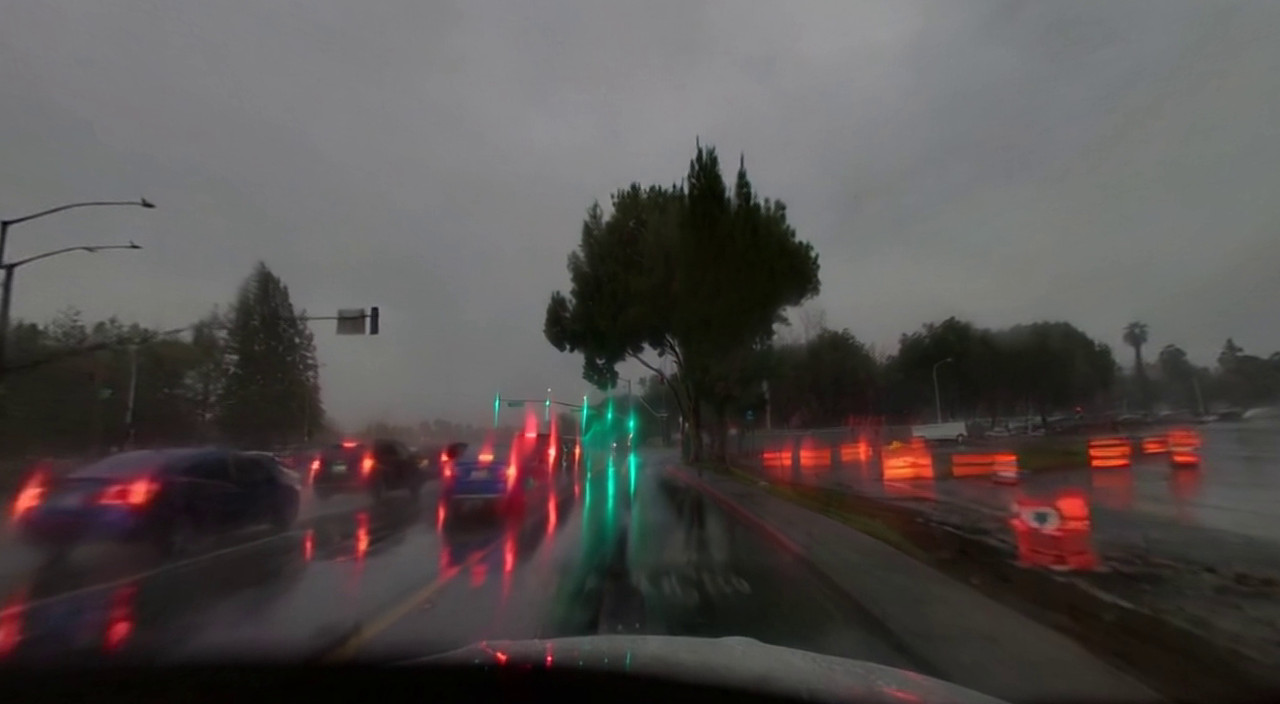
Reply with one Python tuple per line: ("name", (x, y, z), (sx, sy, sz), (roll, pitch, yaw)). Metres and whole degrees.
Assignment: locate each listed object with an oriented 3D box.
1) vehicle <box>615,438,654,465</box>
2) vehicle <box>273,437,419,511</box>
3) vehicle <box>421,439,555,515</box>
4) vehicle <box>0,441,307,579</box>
("vehicle", (-0.333, 5.967, 37.809), (2.183, 1.506, 4.286), (0, -9, 0))
("vehicle", (-7.944, 3.305, 17.645), (1.949, 1.697, 4.406), (-3, -9, 0))
("vehicle", (-3.279, 2.783, 14.562), (2.042, 1.441, 4.172), (-1, -9, 0))
("vehicle", (-7.086, 2.180, 9.521), (1.900, 1.507, 4.285), (-3, -9, -1))
